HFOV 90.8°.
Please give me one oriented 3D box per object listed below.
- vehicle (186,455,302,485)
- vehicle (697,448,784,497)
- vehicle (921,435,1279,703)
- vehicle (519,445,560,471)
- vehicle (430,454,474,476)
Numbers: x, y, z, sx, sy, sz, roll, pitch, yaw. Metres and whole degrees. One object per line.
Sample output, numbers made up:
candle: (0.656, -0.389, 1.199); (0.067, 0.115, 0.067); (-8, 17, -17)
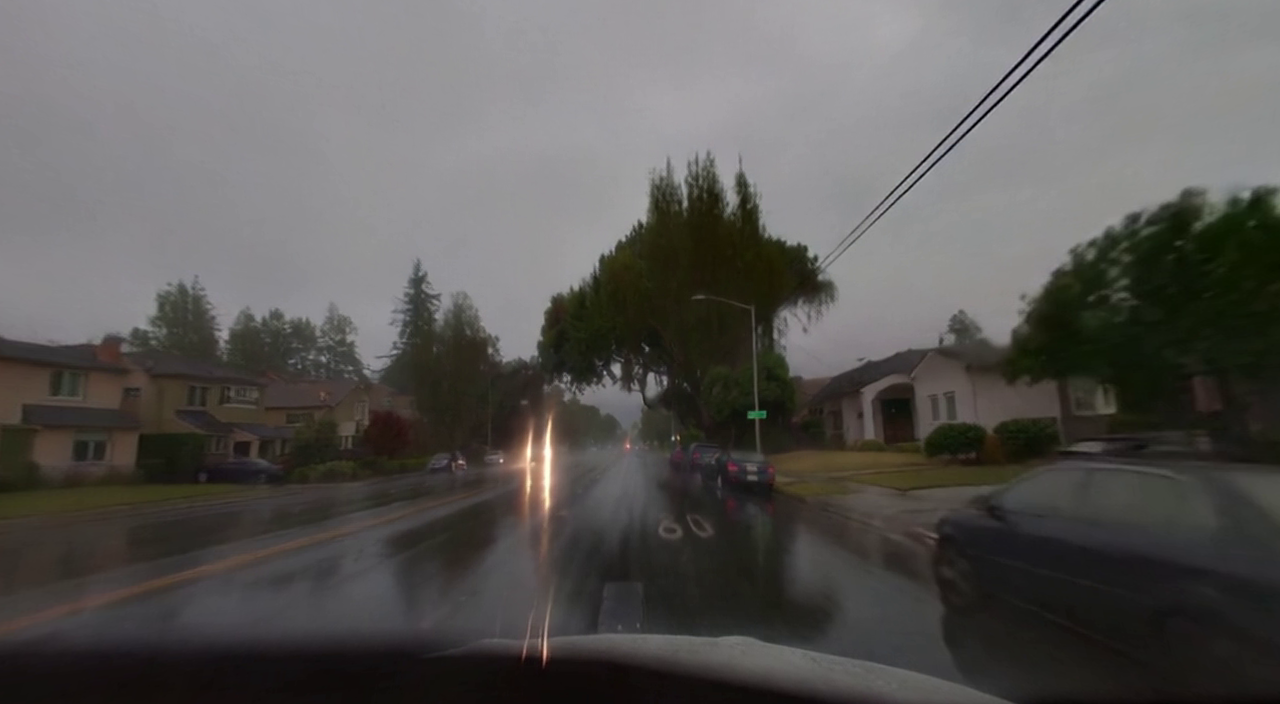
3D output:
vehicle: (-21.289, 6.337, 34.096); (4.870, 1.529, 2.004); (0, -9, 0)
vehicle: (3.326, 4.105, 22.022); (2.158, 1.477, 5.135); (0, -9, 0)
vehicle: (3.534, 1.222, 3.488); (2.009, 1.468, 4.414); (0, -9, 1)
vehicle: (-7.288, 7.743, 46.409); (2.120, 1.726, 5.445); (0, -9, 0)
vehicle: (-14.050, 8.456, 47.469); (2.021, 1.513, 4.568); (0, -9, -1)
